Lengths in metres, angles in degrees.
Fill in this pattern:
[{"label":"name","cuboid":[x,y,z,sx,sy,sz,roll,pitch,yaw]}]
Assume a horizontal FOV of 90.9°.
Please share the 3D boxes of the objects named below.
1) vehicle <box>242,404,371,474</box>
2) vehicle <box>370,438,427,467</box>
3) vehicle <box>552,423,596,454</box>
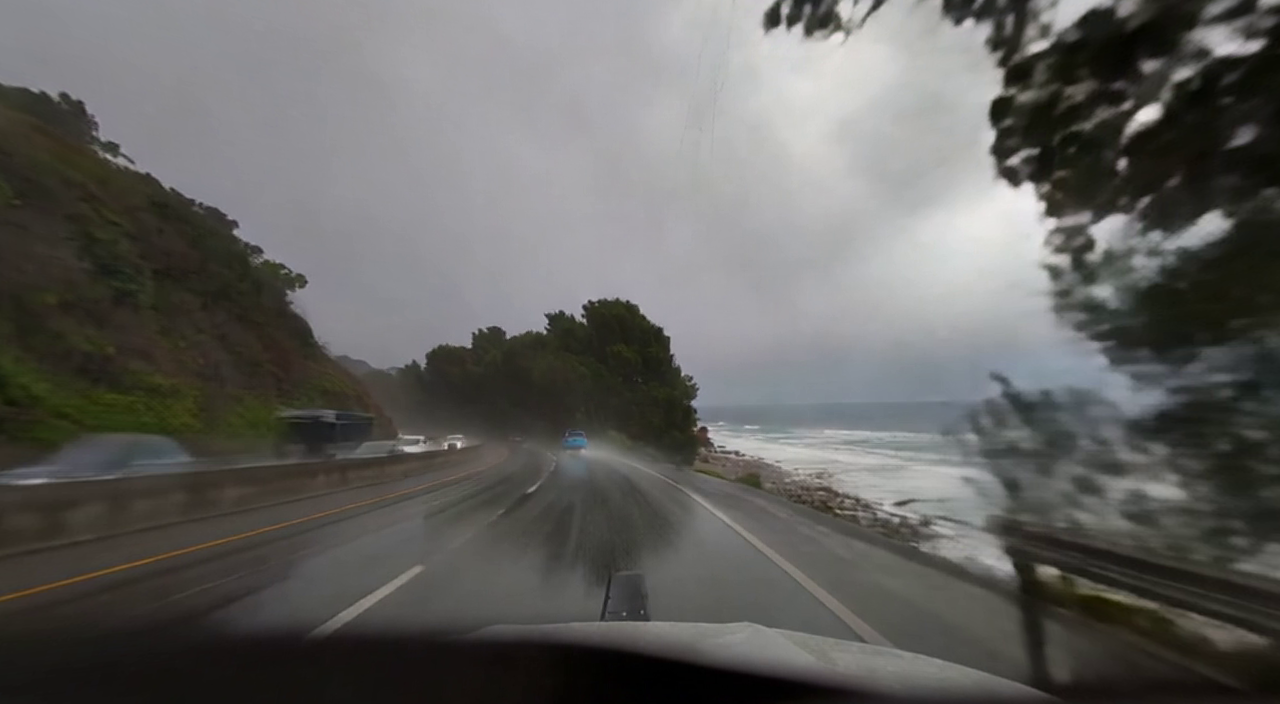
[{"label":"vehicle","cuboid":[-16.738,4.521,32.495,2.876,3.122,8.556,1,-9,-7]},{"label":"vehicle","cuboid":[-13.373,5.597,35.240,1.987,1.473,4.367,1,-9,-8]},{"label":"vehicle","cuboid":[-4.926,6.396,46.353,2.632,2.162,5.529,1,-9,-11]}]
